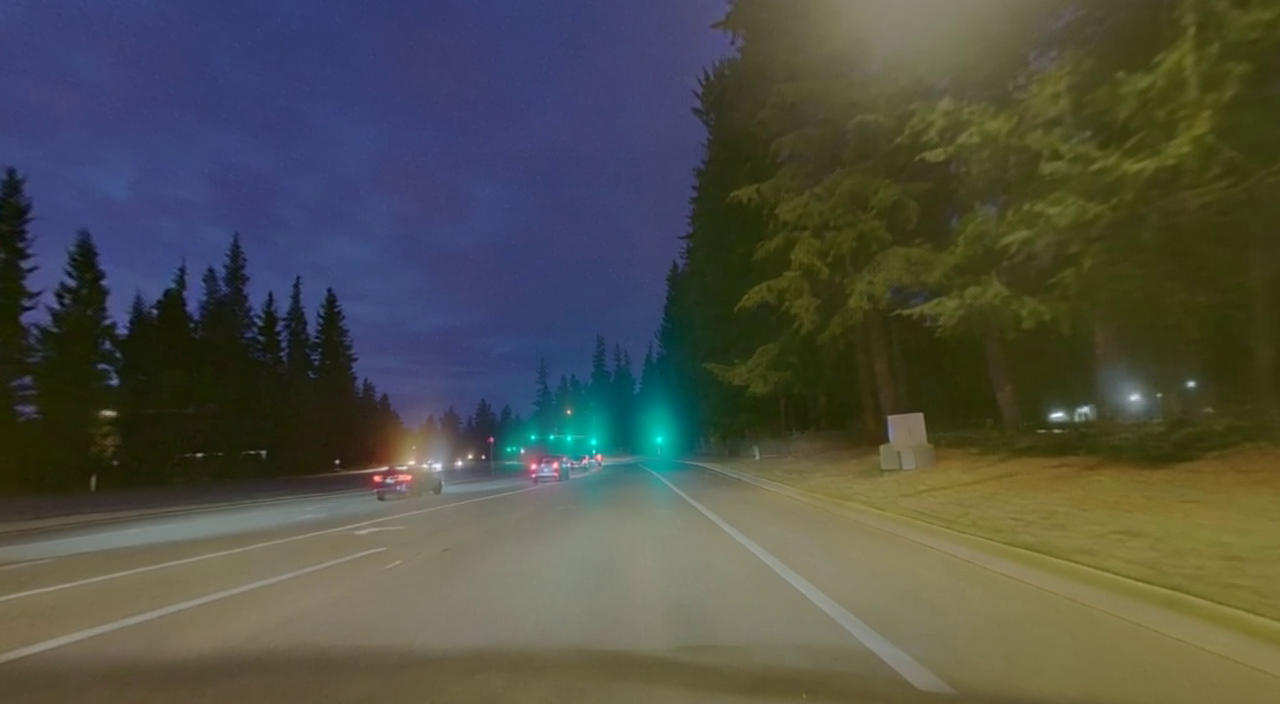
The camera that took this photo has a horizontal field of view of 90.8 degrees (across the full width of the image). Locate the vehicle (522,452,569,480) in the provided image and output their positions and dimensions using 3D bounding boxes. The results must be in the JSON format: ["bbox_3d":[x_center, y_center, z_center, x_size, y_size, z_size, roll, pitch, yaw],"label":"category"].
[{"bbox_3d":[-6.123,7.460,41.551,2.049,1.699,4.860,-1,-9,4],"label":"vehicle"}]

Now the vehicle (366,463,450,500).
[{"bbox_3d":[-11.110,6.214,30.692,1.886,1.535,4.742,-1,-9,6],"label":"vehicle"}]
